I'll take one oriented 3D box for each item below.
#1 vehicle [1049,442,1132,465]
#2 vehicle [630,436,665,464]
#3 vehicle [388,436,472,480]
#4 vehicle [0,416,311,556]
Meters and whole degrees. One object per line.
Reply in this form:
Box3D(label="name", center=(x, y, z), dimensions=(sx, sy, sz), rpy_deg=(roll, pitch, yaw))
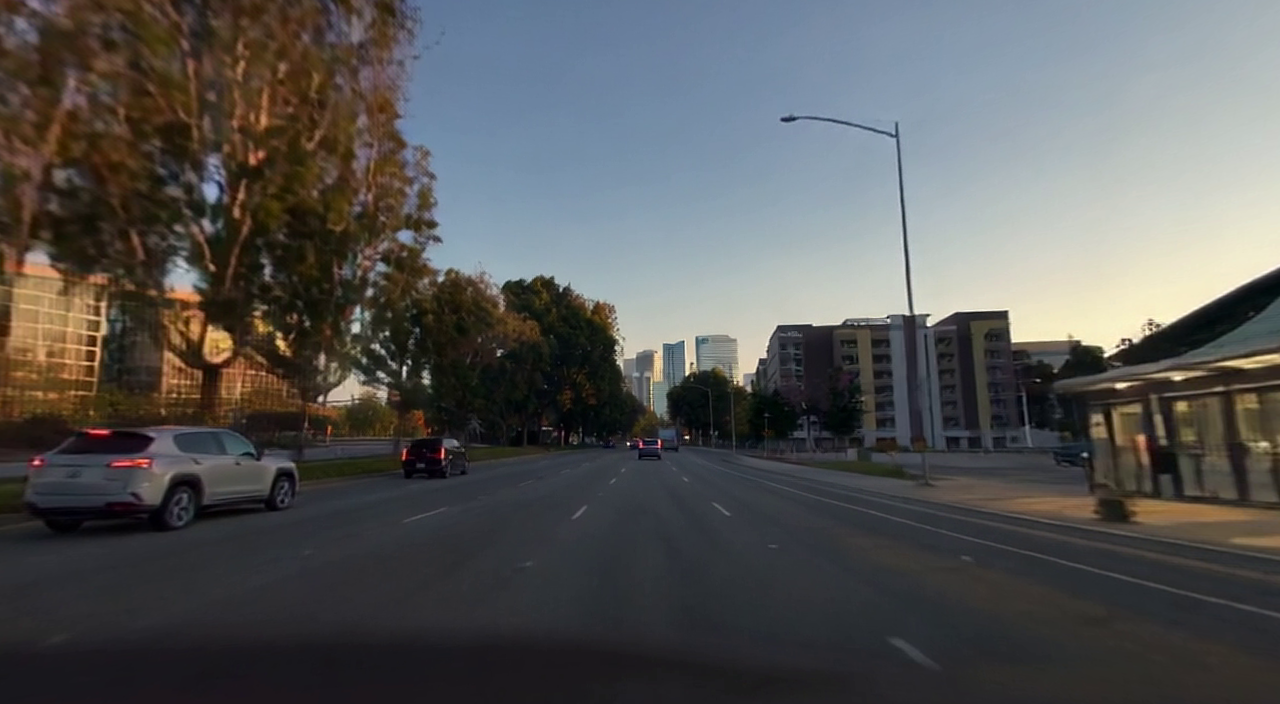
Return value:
Box3D(label="vehicle", center=(31.779, 7.146, 44.684), dimensions=(1.966, 1.494, 4.685), rpy_deg=(1, -8, -8))
Box3D(label="vehicle", center=(0.560, 6.895, 44.495), dimensions=(2.345, 1.803, 4.261), rpy_deg=(0, -8, 2))
Box3D(label="vehicle", center=(-9.223, 4.674, 28.191), dimensions=(2.097, 1.782, 4.682), rpy_deg=(0, -8, 1))
Box3D(label="vehicle", center=(-7.742, 2.022, 10.261), dimensions=(2.181, 1.728, 4.515), rpy_deg=(0, -8, 2))
